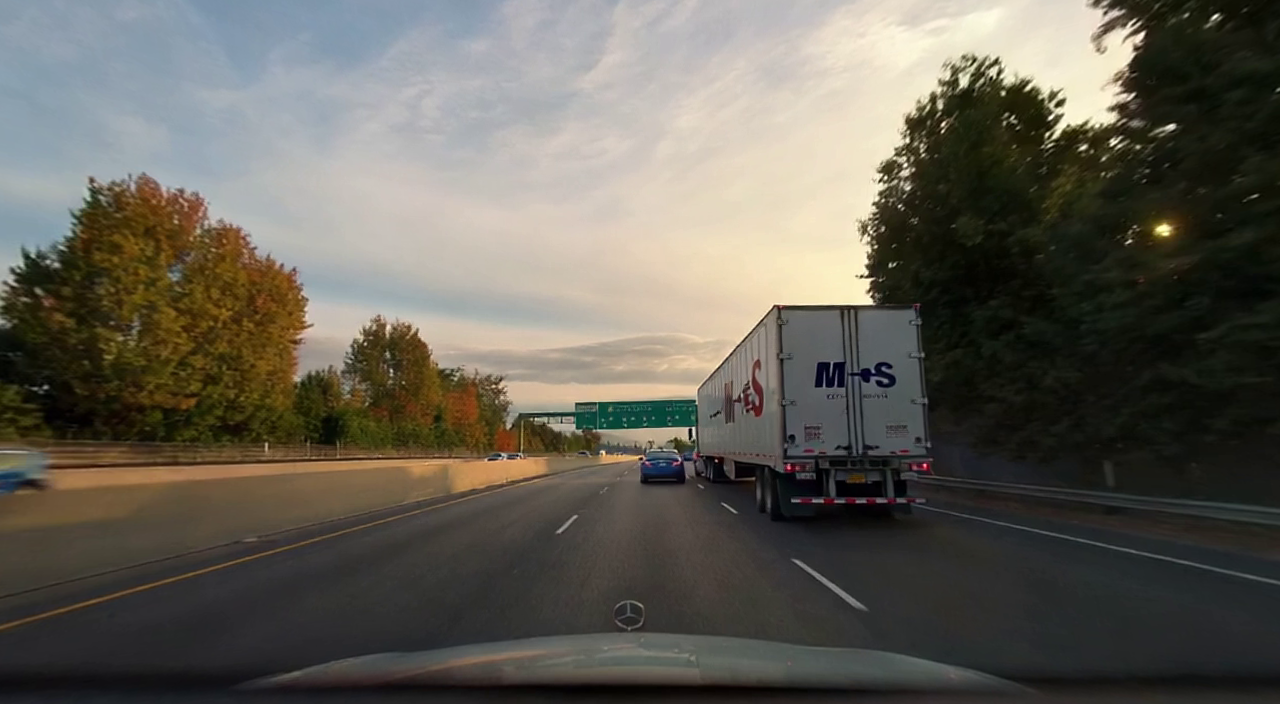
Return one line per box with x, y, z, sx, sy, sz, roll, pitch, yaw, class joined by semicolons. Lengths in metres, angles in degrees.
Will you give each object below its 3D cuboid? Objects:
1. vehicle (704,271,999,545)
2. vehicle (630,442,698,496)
3.830;1.853;16.495;3.002;4.104;14.174;0;-9;1;vehicle
0.726;3.930;21.520;2.121;1.642;3.828;0;-9;0;vehicle
